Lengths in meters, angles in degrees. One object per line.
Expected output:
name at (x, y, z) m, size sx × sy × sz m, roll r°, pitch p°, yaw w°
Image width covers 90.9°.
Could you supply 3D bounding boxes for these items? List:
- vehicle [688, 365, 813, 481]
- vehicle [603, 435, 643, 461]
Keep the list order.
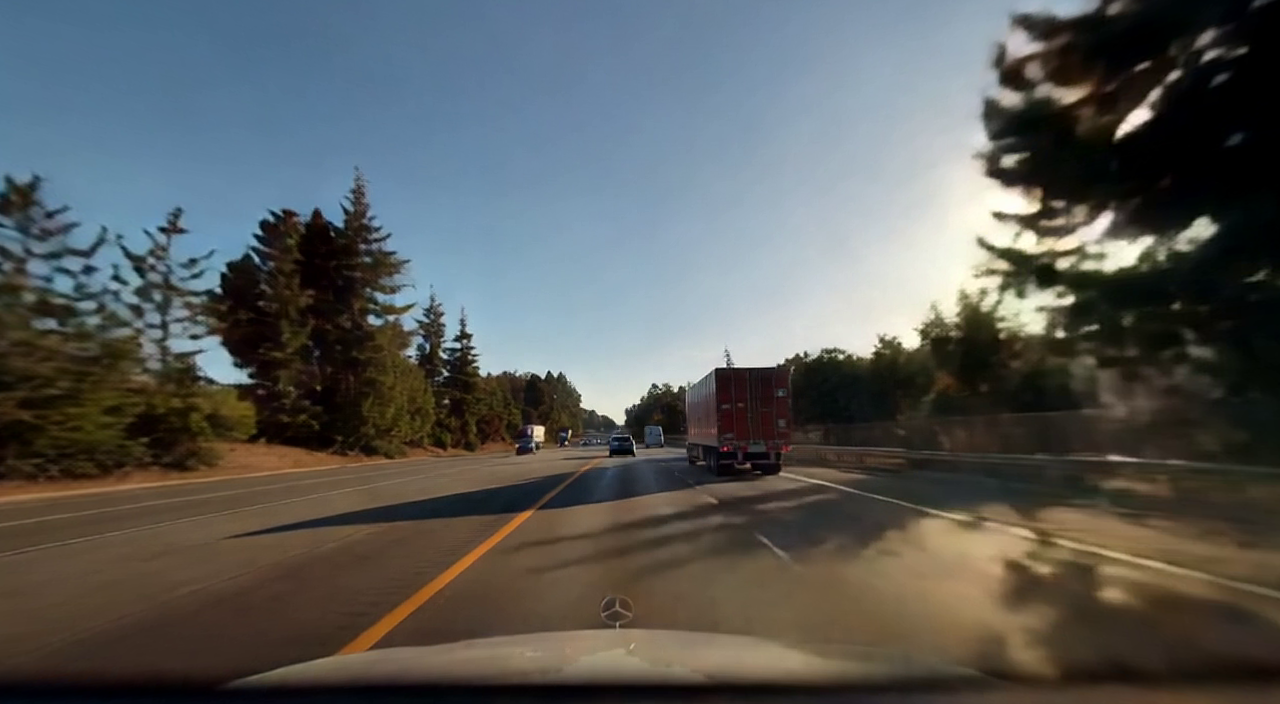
vehicle at (3.658, 2.678, 23.322) m, size 2.921 × 3.526 × 8.207 m, roll 0°, pitch -8°, yaw -1°
vehicle at (-0.994, 5.646, 37.326) m, size 2.259 × 1.466 × 3.693 m, roll 0°, pitch -8°, yaw -1°
